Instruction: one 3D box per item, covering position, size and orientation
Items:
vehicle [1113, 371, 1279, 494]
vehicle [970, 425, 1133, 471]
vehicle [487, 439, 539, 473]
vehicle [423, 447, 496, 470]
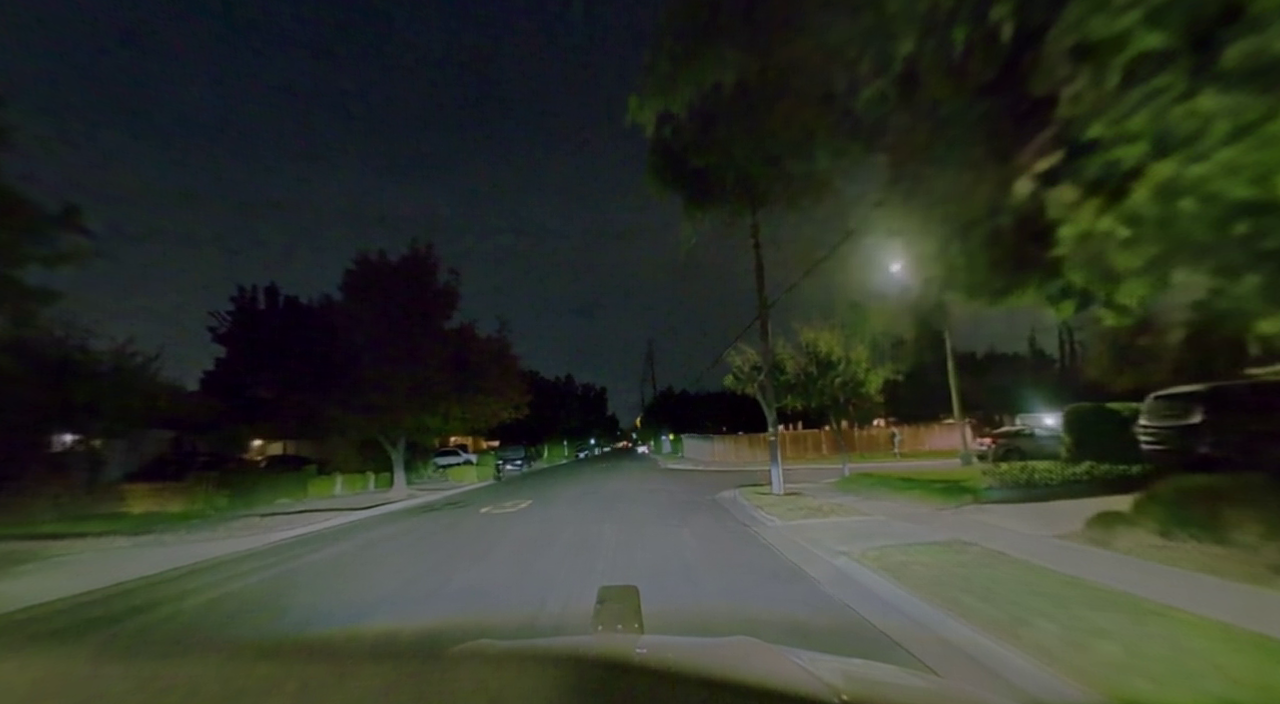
[{"bbox_3d":[12.170,1.480,11.626,5.367,1.953,2.257,1,-8,-9],"label":"vehicle"},{"bbox_3d":[13.583,3.207,21.066,4.086,1.450,1.830,-1,-8,3],"label":"vehicle"},{"bbox_3d":[-7.765,6.438,39.008,2.091,1.912,4.598,0,-10,2],"label":"vehicle"},{"bbox_3d":[-12.691,7.486,44.596,4.538,1.578,2.000,0,-8,1],"label":"vehicle"}]
